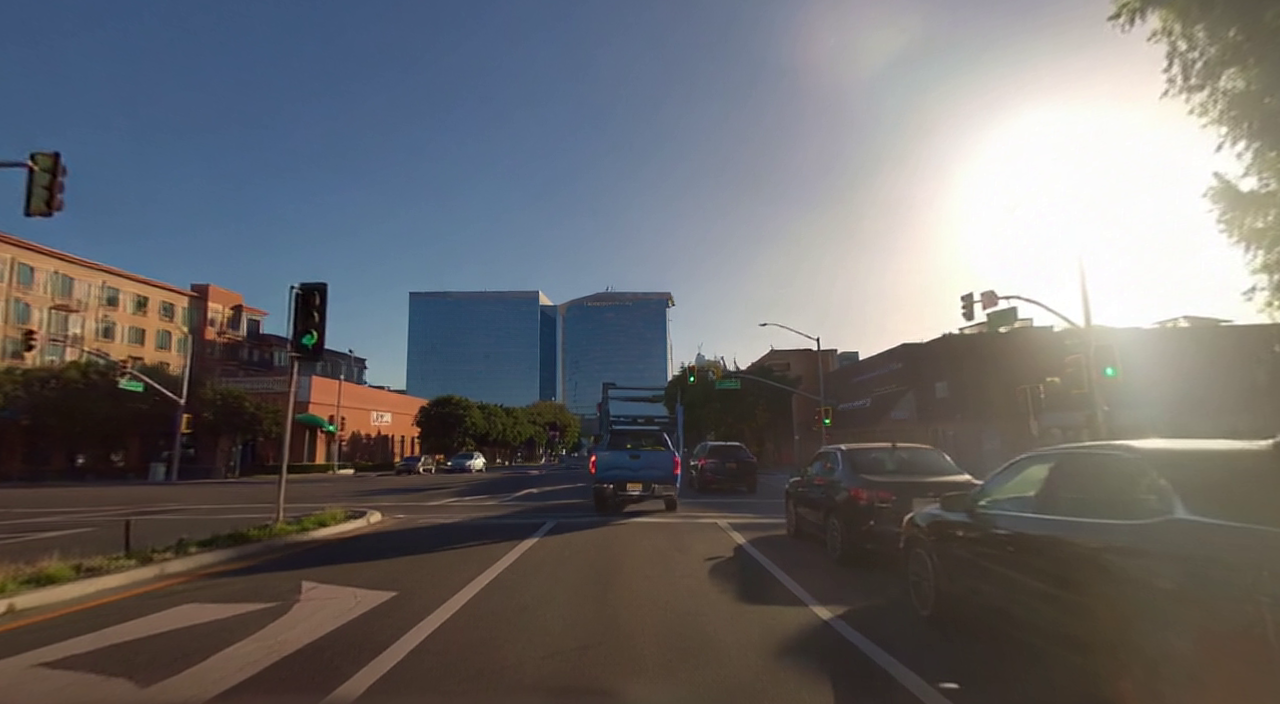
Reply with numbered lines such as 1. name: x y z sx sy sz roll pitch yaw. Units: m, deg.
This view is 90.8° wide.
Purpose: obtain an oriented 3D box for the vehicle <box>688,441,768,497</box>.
1. vehicle: 2.957 4.054 22.310 2.013 1.742 4.424 0 -8 -2

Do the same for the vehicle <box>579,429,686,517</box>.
1. vehicle: -0.227 2.995 16.206 2.344 1.883 4.572 0 -8 -2

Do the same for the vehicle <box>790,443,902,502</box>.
1. vehicle: 6.418 3.781 20.305 2.002 1.651 4.305 0 -8 -2

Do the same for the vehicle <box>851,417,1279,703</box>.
1. vehicle: 3.208 1.251 4.148 2.057 1.463 4.365 0 -8 -1

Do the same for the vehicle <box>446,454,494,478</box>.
1. vehicle: -11.776 7.916 44.112 1.989 1.459 4.667 0 -8 0

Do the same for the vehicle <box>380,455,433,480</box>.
1. vehicle: -15.841 7.851 43.090 1.915 1.491 4.347 0 -8 0
